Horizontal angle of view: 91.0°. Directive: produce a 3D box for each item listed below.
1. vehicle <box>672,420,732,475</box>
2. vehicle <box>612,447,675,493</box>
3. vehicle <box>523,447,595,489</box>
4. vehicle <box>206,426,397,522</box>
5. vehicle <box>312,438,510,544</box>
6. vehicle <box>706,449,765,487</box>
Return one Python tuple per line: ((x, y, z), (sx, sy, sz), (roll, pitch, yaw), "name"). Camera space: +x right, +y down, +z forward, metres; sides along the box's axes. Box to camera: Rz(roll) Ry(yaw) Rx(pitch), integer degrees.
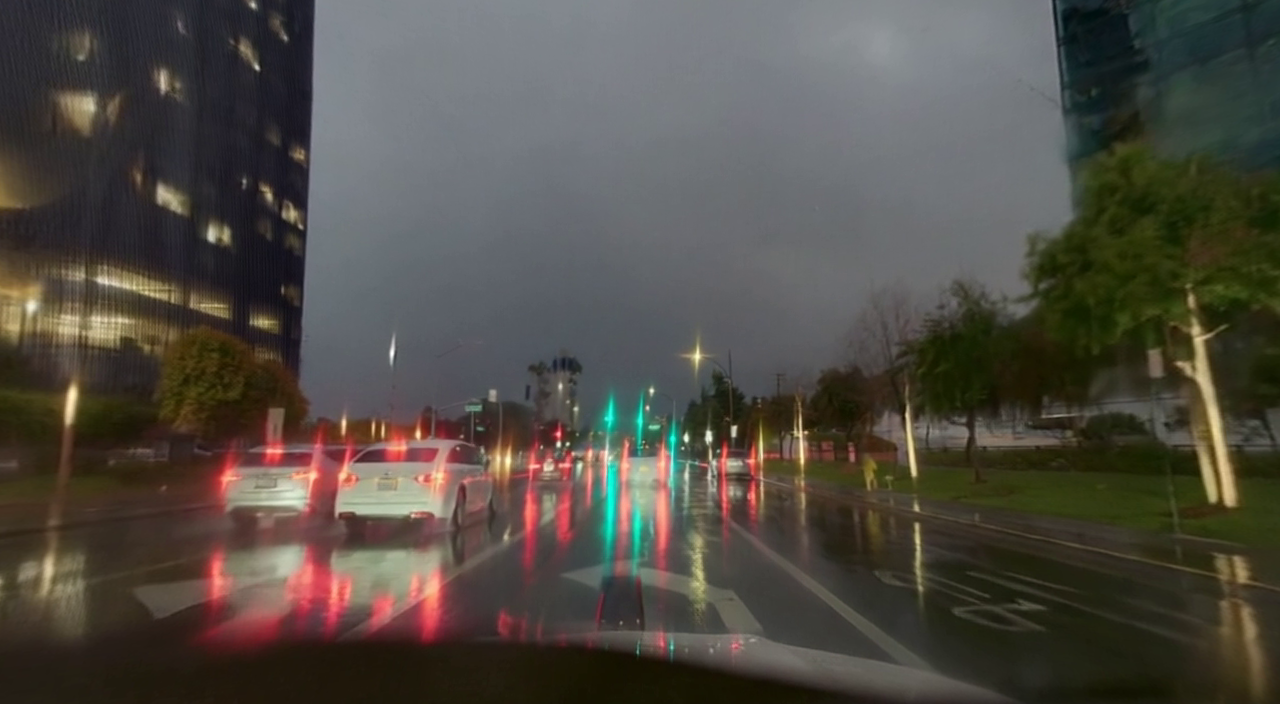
((4.124, 6.834, 45.028), (3.074, 3.316, 12.953), (0, -9, 0), "vehicle")
((0.145, 4.361, 23.700), (2.174, 1.509, 4.374), (0, -9, 1), "vehicle")
((-3.090, 4.537, 25.011), (2.044, 1.508, 4.479), (0, -9, 2), "vehicle")
((-7.134, 2.589, 13.853), (1.902, 1.765, 3.973), (0, -9, 1), "vehicle")
((-3.780, 2.341, 11.314), (1.933, 1.520, 4.195), (0, -9, 0), "vehicle")
((4.093, 5.035, 27.679), (1.940, 1.514, 4.187), (0, -9, 0), "vehicle")
